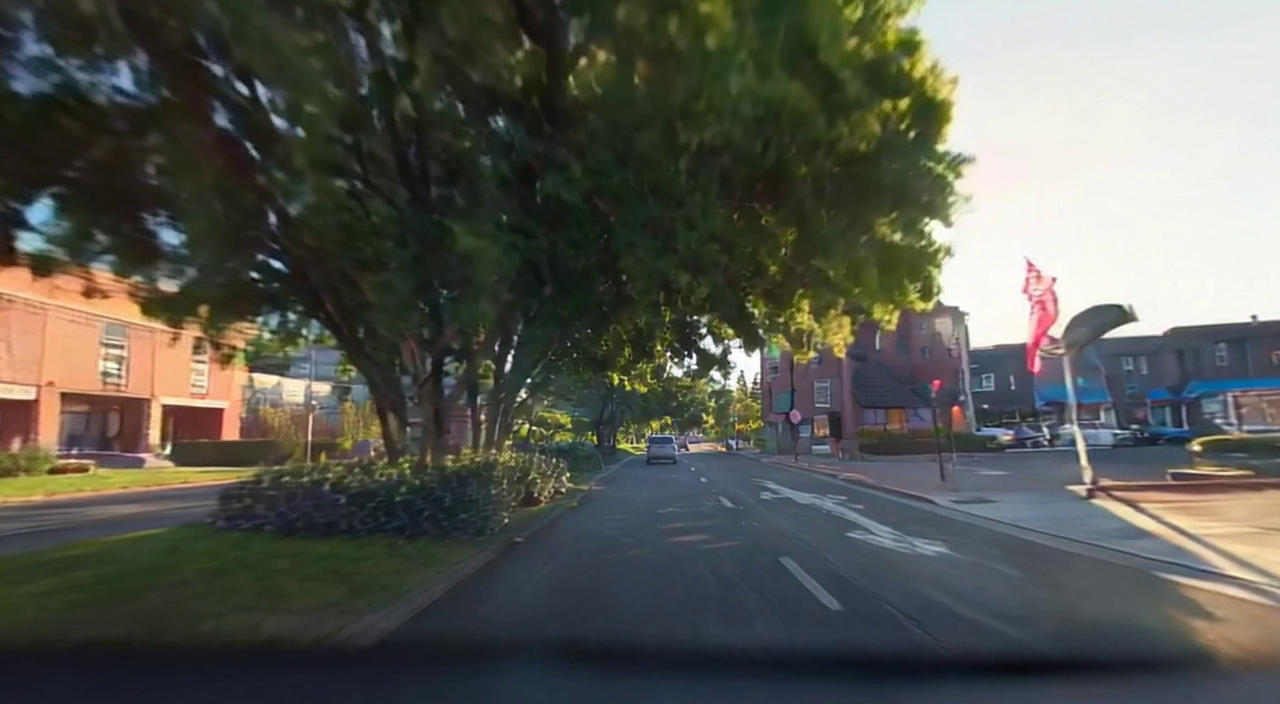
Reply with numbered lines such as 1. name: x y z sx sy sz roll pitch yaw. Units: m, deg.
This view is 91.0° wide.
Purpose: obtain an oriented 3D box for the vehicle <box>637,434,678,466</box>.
1. vehicle: 1.073 5.675 36.700 2.235 1.719 4.292 0 -8 3

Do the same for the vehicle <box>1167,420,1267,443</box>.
1. vehicle: 37.869 5.255 41.395 4.637 1.477 1.823 0 -8 3
